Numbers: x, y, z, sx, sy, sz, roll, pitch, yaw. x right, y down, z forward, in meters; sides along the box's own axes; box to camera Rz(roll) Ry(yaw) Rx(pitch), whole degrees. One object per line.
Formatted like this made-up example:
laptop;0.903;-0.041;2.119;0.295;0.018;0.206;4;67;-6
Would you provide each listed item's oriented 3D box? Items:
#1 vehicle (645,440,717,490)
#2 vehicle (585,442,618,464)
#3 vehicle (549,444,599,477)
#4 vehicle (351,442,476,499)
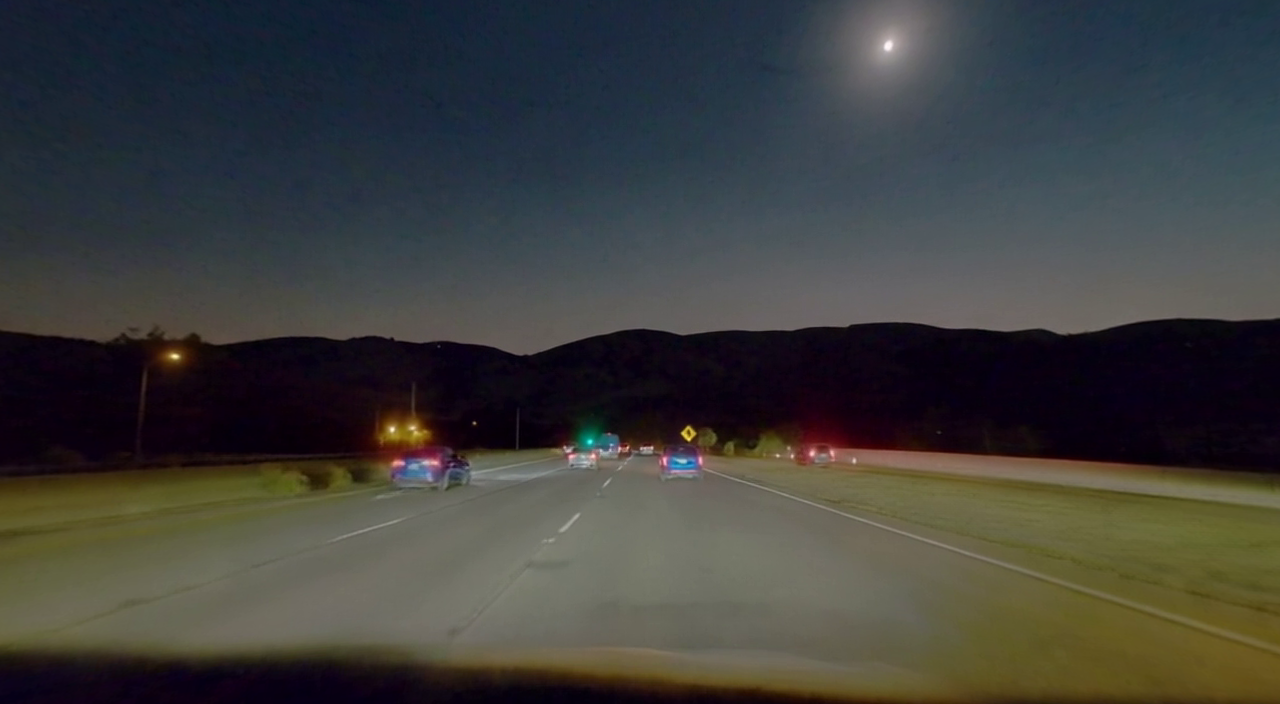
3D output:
vehicle;1.262;3.776;21.388;2.050;1.491;4.362;0;-8;-1
vehicle;-2.978;7.869;49.237;2.270;1.660;4.101;0;-8;0
vehicle;-3.195;5.315;31.282;1.990;1.501;4.250;0;-8;0
vehicle;-6.684;3.522;19.299;2.012;1.504;4.729;0;-8;1
